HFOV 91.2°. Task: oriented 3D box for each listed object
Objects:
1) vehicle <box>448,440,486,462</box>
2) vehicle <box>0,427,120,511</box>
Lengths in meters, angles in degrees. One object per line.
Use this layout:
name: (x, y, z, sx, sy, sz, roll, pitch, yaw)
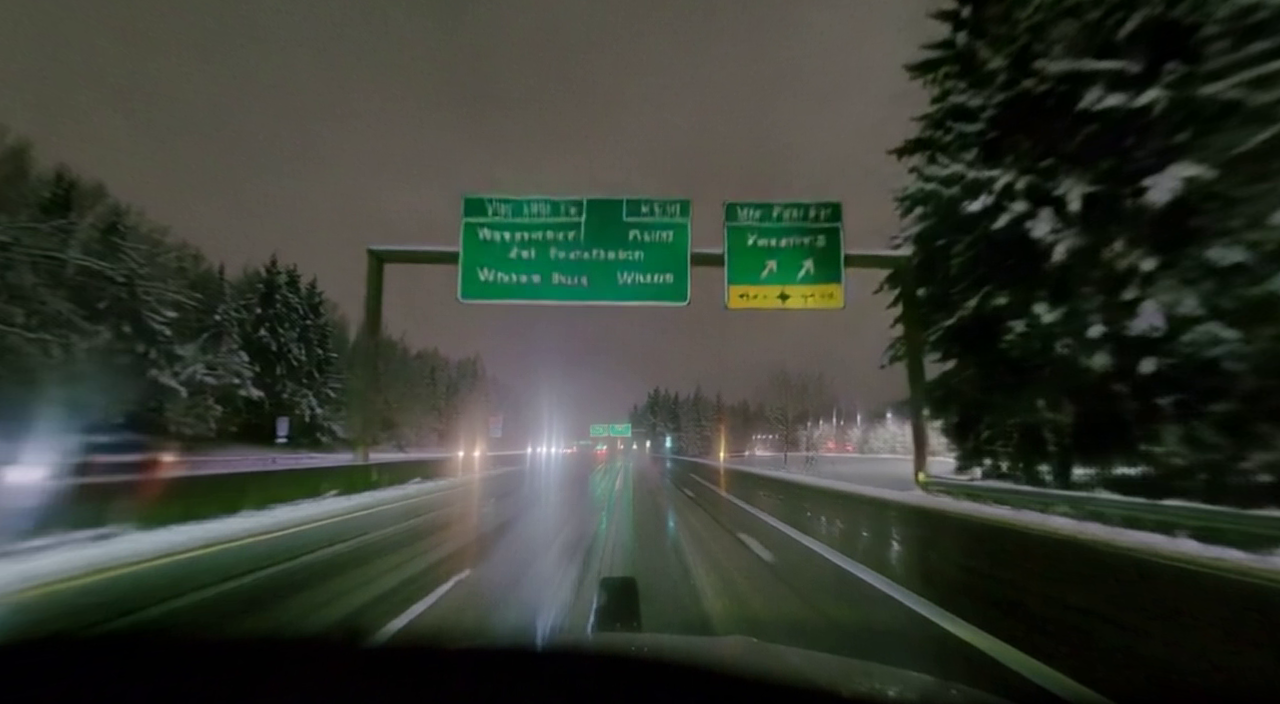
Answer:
vehicle: (-13.150, 7.543, 47.762, 1.851, 1.525, 4.105, 0, -9, -2)
vehicle: (-12.244, 2.148, 11.570, 1.788, 1.478, 3.988, 0, -9, 1)
